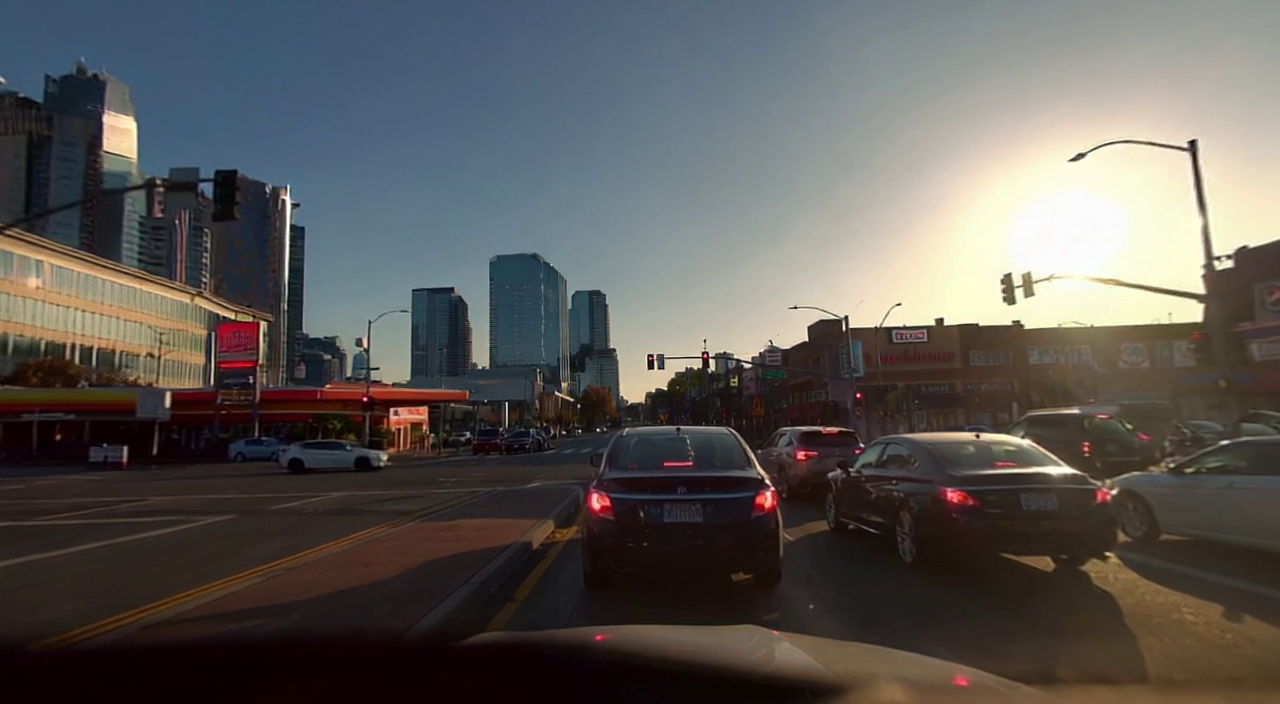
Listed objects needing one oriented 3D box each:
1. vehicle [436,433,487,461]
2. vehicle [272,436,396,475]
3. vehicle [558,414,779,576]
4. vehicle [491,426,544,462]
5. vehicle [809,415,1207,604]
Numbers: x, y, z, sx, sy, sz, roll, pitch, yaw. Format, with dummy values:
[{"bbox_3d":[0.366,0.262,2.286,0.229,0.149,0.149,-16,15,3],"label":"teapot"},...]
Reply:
[{"bbox_3d":[-12.117,6.478,43.122,2.122,1.829,4.559,0,-8,0],"label":"vehicle"},{"bbox_3d":[-14.120,4.820,29.446,4.833,1.701,2.077,2,-9,-15],"label":"vehicle"},{"bbox_3d":[0.224,1.626,7.920,2.073,1.496,3.892,0,-8,-1],"label":"vehicle"},{"bbox_3d":[-8.774,6.601,45.764,2.710,2.022,5.889,-2,-4,0],"label":"vehicle"},{"bbox_3d":[3.524,1.574,7.295,1.883,1.480,4.489,0,-8,0],"label":"vehicle"}]
